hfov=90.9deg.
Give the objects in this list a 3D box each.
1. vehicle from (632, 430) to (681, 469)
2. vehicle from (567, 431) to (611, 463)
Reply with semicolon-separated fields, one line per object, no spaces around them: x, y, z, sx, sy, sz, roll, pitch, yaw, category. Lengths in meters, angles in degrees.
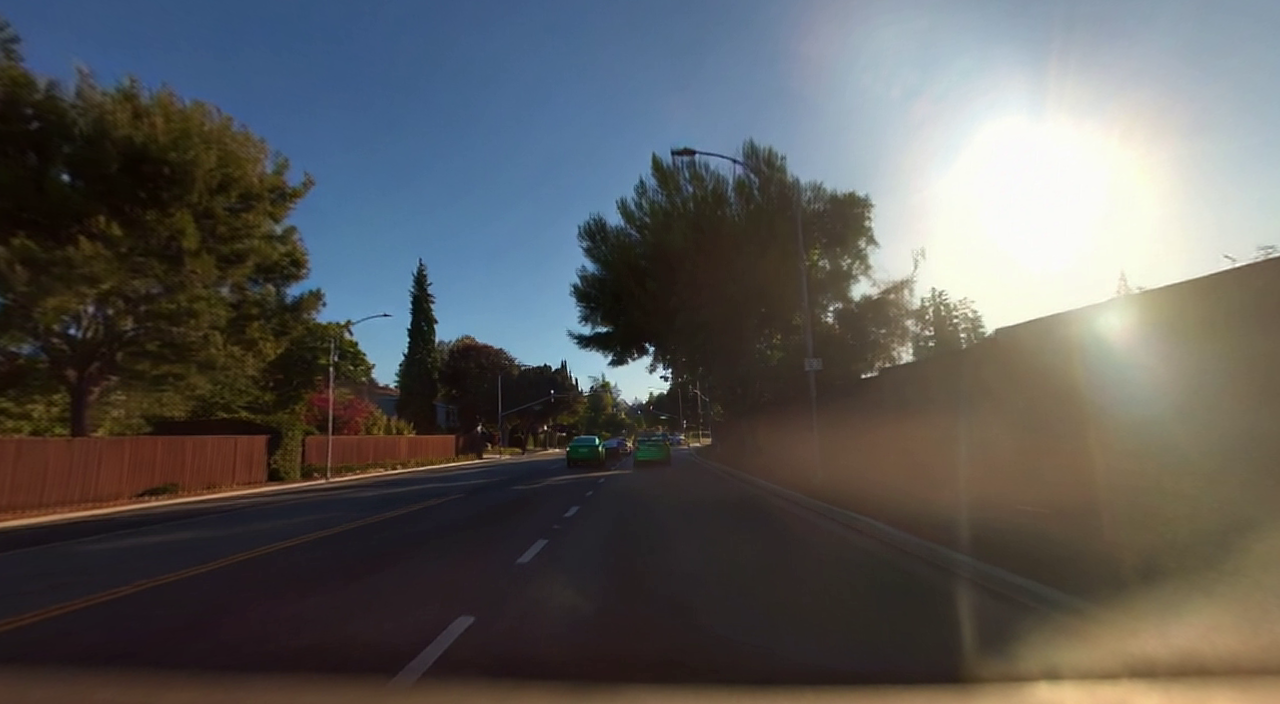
0.744;4.564;29.621;2.127;1.665;3.993;0;-8;0;vehicle
-2.994;5.710;37.962;2.190;1.766;4.394;0;-8;1;vehicle
